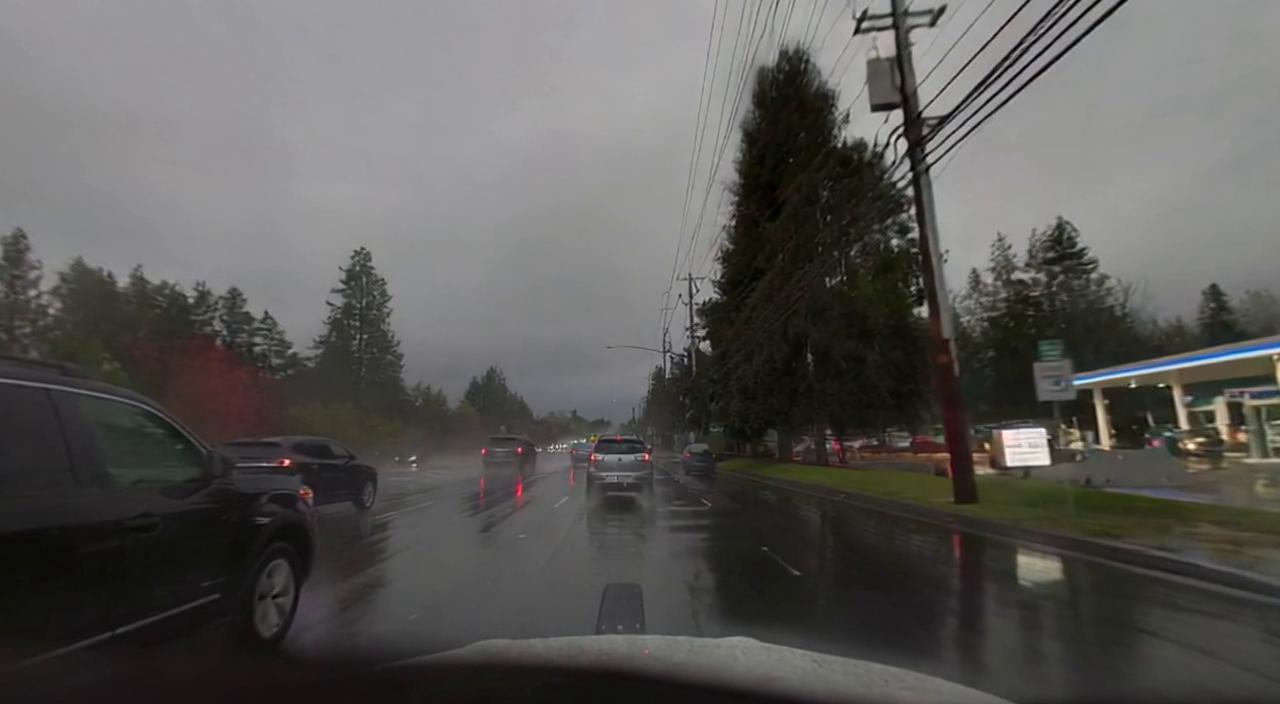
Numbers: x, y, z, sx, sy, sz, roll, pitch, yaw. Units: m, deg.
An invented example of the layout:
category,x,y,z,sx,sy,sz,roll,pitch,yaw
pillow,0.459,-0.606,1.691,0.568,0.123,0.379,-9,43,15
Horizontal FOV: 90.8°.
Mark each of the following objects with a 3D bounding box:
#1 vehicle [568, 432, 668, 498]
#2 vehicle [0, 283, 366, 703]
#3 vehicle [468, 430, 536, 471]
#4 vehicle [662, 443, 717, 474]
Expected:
category,x,y,z,sx,sy,sz,roll,pitch,yaw
vehicle,-0.497,2.797,16.004,2.189,1.437,4.135,0,-8,0
vehicle,-3.097,0.673,2.586,1.922,1.642,4.547,0,-8,-1
vehicle,-7.042,5.115,32.874,2.385,1.918,5.056,0,-8,0
vehicle,2.219,4.943,29.521,2.065,1.302,4.416,0,-8,-2
